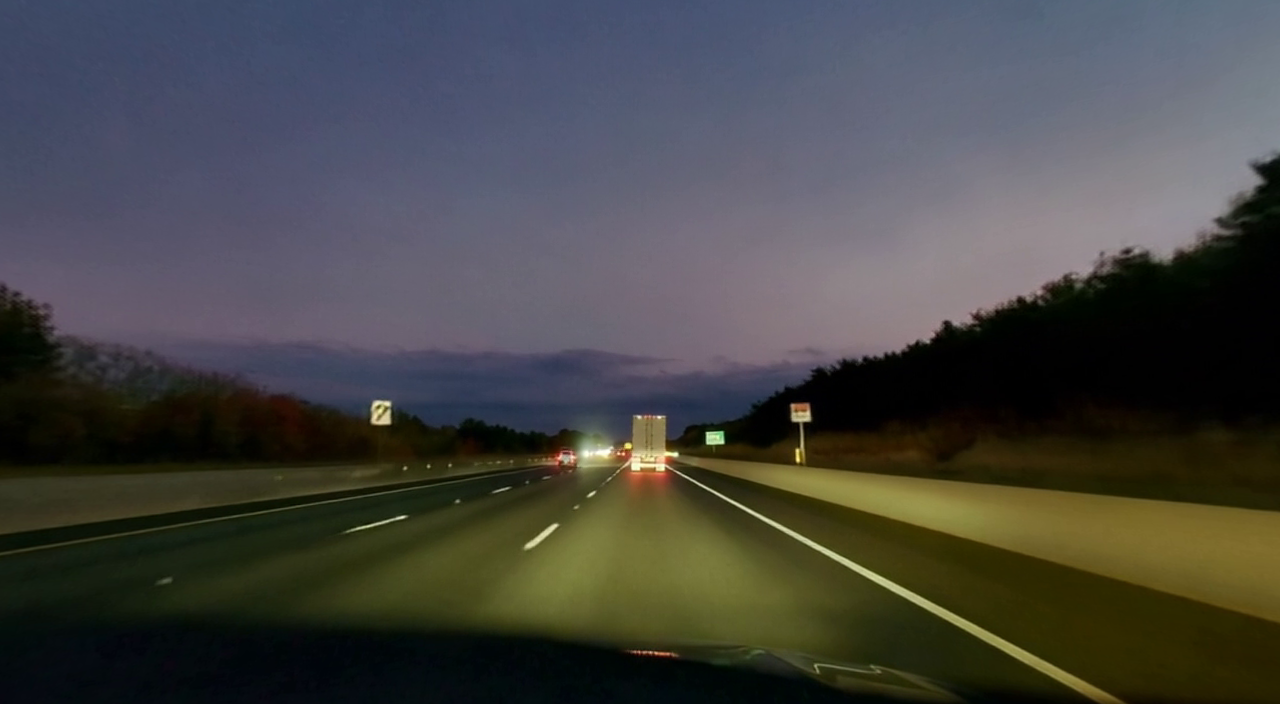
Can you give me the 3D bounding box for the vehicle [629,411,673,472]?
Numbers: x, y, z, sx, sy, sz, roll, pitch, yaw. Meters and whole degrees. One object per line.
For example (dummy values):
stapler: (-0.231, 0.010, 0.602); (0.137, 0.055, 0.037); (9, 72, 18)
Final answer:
vehicle: (0.681, 7.156, 49.476); (2.901, 4.032, 14.338); (0, -9, 0)
